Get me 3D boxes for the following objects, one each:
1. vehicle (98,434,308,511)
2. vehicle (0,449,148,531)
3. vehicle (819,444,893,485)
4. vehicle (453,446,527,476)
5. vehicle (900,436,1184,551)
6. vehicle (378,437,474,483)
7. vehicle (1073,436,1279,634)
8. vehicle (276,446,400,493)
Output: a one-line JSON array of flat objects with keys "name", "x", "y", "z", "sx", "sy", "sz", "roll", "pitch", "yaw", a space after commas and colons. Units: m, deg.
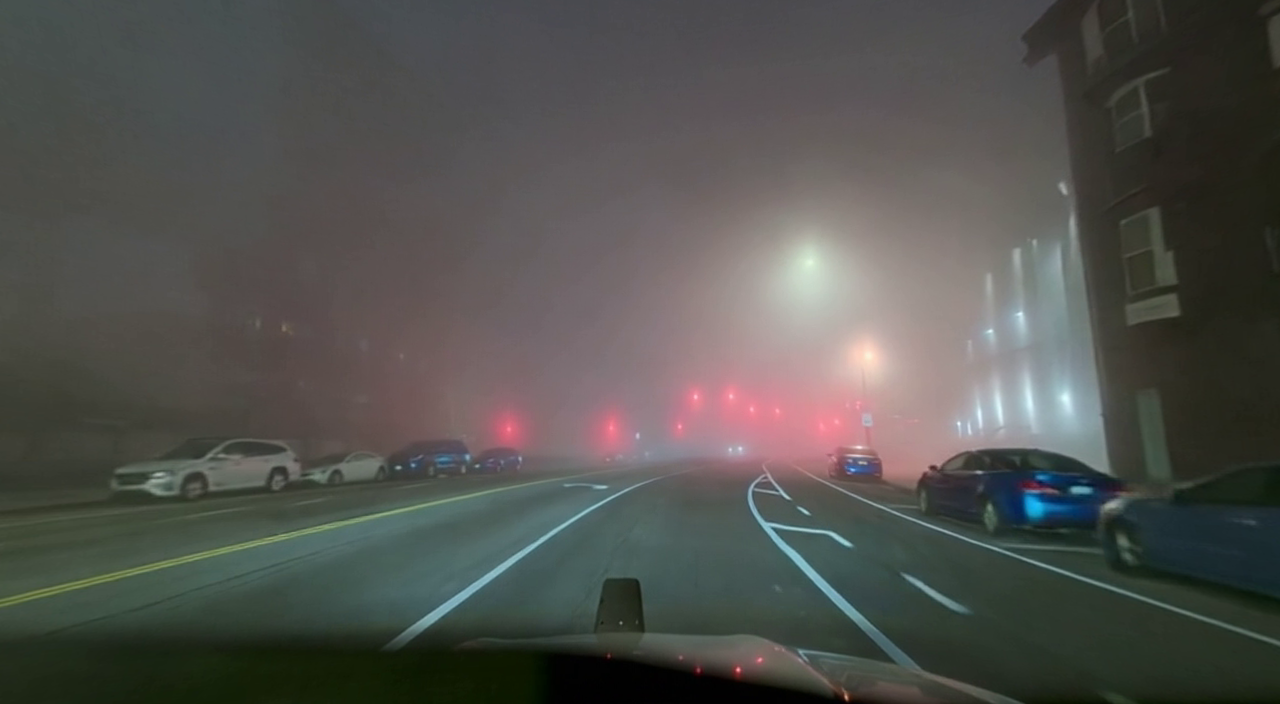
[{"name": "vehicle", "x": -11.600, "y": 3.198, "z": 17.372, "sx": 1.933, "sy": 1.759, "sz": 5.002, "roll": -1, "pitch": -8, "yaw": 4}, {"name": "vehicle", "x": -12.389, "y": 2.607, "z": 12.144, "sx": 1.811, "sy": 1.459, "sz": 4.702, "roll": -1, "pitch": -8, "yaw": 5}, {"name": "vehicle", "x": 8.731, "y": 4.550, "z": 26.051, "sx": 2.010, "sy": 1.473, "sz": 5.353, "roll": -1, "pitch": -9, "yaw": 10}, {"name": "vehicle", "x": -8.117, "y": 5.948, "z": 34.738, "sx": 1.894, "sy": 1.493, "sz": 4.902, "roll": -2, "pitch": -9, "yaw": 14}, {"name": "vehicle", "x": 6.430, "y": 2.270, "z": 11.008, "sx": 2.049, "sy": 1.517, "sz": 4.830, "roll": -1, "pitch": -8, "yaw": 4}, {"name": "vehicle", "x": -9.599, "y": 4.869, "z": 28.846, "sx": 2.083, "sy": 1.882, "sz": 4.642, "roll": -2, "pitch": -9, "yaw": 10}, {"name": "vehicle", "x": 5.756, "y": 1.372, "z": 4.585, "sx": 1.876, "sy": 1.466, "sz": 4.943, "roll": 1, "pitch": -9, "yaw": 2}, {"name": "vehicle", "x": -10.818, "y": 4.208, "z": 23.060, "sx": 1.830, "sy": 1.497, "sz": 4.436, "roll": -1, "pitch": -9, "yaw": 9}]
